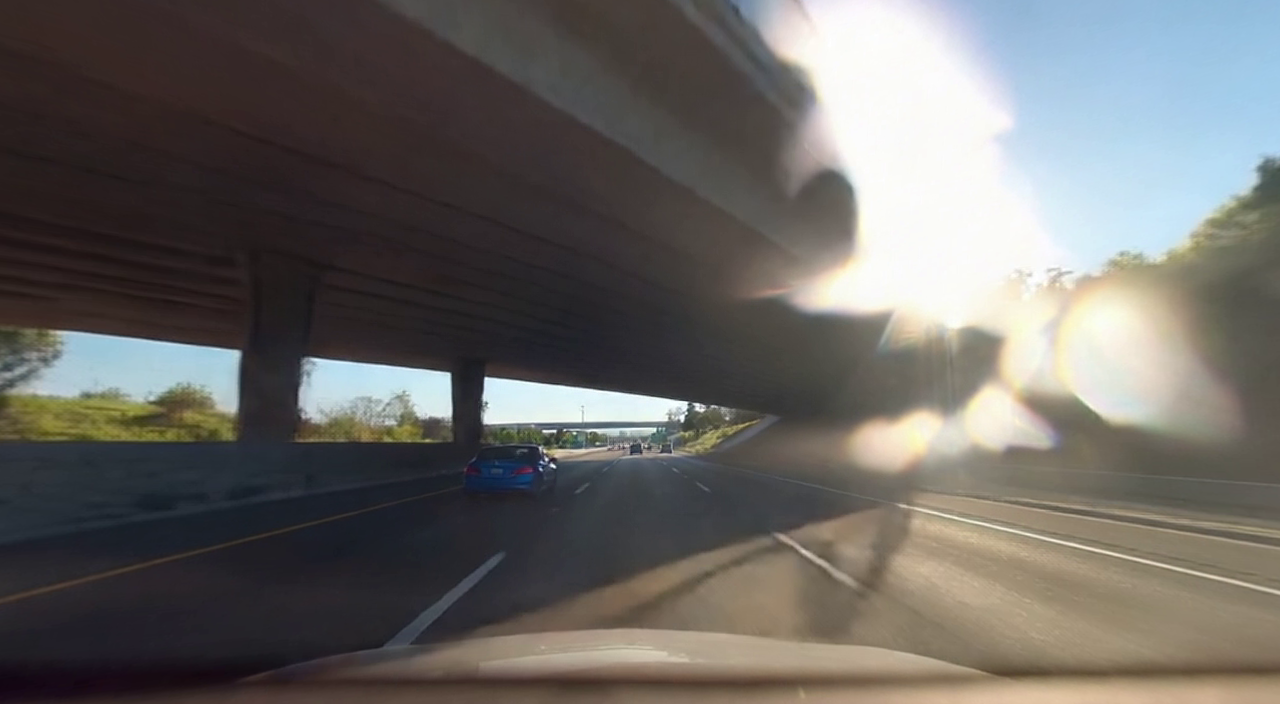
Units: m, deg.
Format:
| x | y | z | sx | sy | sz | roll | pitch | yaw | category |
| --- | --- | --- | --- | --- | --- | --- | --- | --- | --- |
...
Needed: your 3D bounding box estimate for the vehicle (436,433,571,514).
| x | y | z | sx | sy | sz | roll | pitch | yaw | category |
| --- | --- | --- | --- | --- | --- | --- | --- | --- | --- |
| -2.932 | 2.719 | 14.705 | 2.029 | 1.557 | 4.570 | 0 | -8 | 1 | vehicle |
